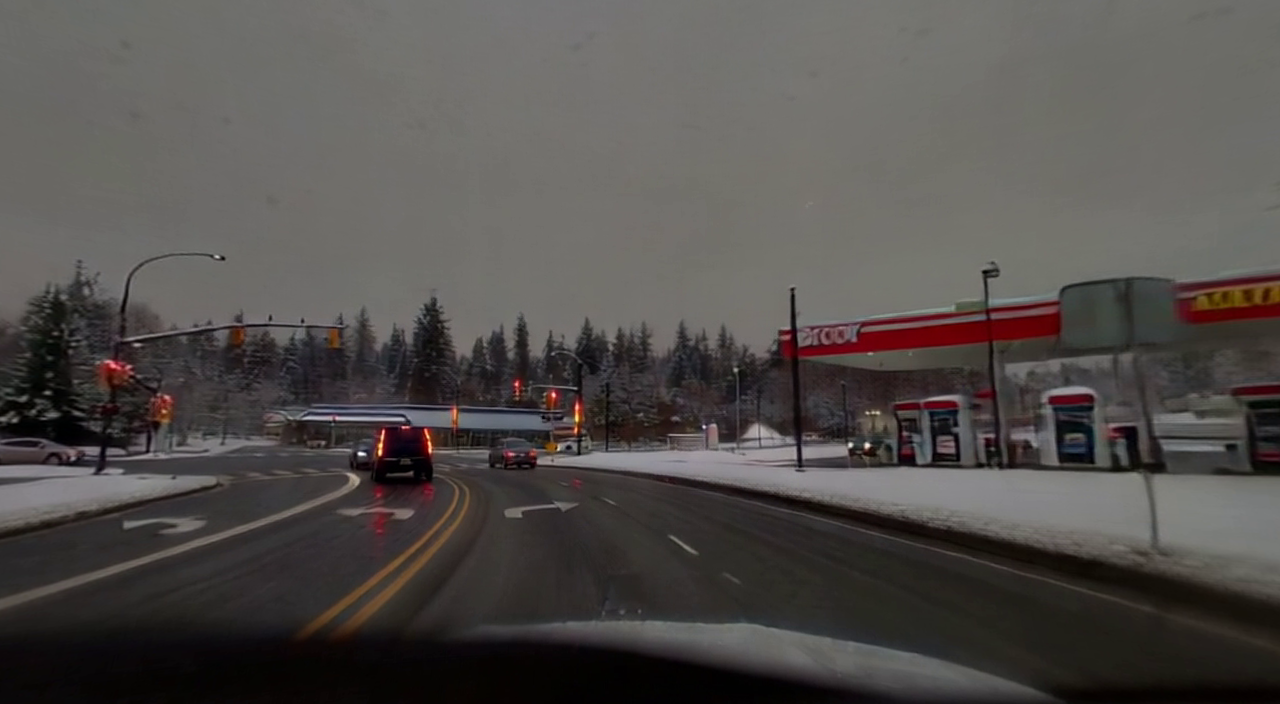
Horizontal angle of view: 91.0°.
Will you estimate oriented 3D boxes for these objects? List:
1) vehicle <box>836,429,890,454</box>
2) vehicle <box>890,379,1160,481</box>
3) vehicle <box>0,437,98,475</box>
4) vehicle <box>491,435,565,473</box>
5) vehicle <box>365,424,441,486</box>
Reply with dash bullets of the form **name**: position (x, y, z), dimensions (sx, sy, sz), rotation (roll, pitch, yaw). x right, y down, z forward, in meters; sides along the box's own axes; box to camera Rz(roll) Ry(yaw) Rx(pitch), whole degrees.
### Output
- **vehicle**: position (17.131, 6.860, 48.237), dimensions (2.160, 1.764, 4.595), rotation (-7, -11, 43)
- **vehicle**: position (13.657, 2.917, 23.028), dimensions (2.906, 3.106, 7.741), rotation (8, -12, -43)
- **vehicle**: position (-29.847, 5.060, 30.797), dimensions (4.632, 1.757, 2.073), rotation (6, -10, -32)
- **vehicle**: position (-5.869, 5.238, 32.599), dimensions (2.202, 1.822, 4.826), rotation (5, -10, -30)
- **vehicle**: position (-8.843, 3.761, 23.206), dimensions (2.254, 2.006, 4.766), rotation (4, -9, -23)
